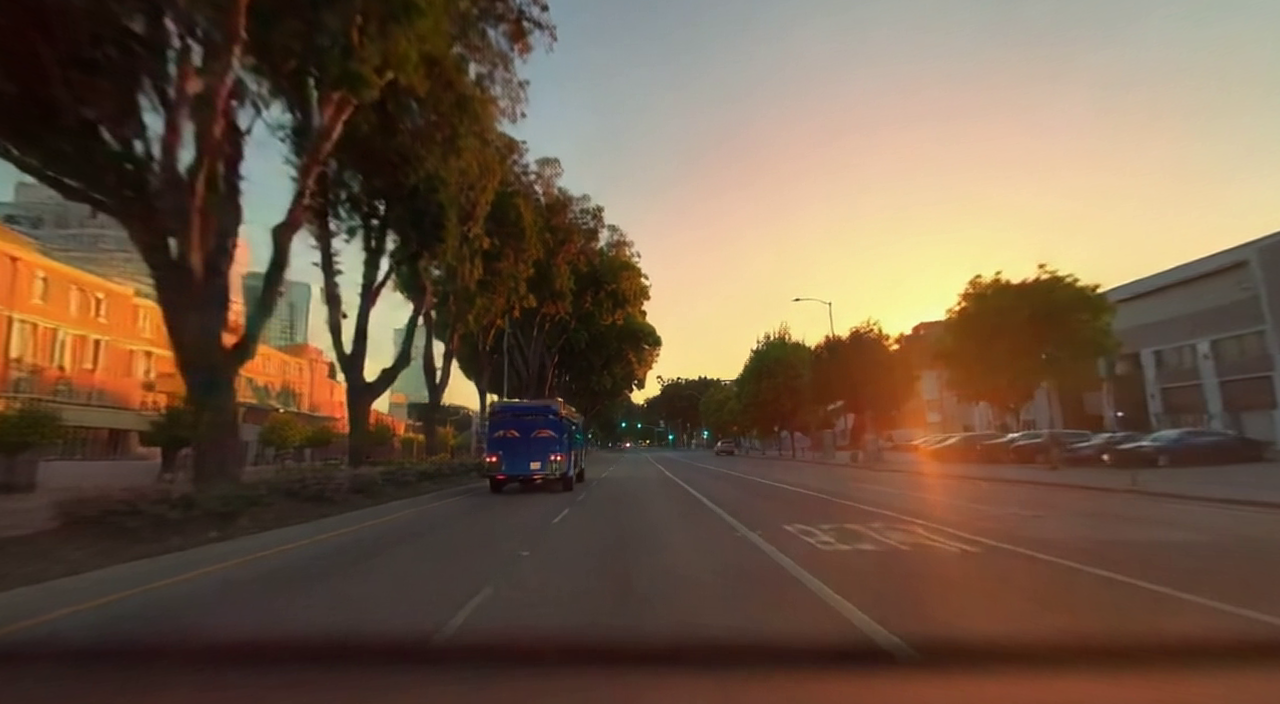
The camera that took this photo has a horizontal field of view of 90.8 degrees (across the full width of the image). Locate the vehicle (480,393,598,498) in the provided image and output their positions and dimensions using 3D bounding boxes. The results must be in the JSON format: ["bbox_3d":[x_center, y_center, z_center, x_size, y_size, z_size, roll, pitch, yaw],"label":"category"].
[{"bbox_3d":[-2.914,2.945,19.977,2.633,2.787,5.796,-1,-8,1],"label":"vehicle"}]
